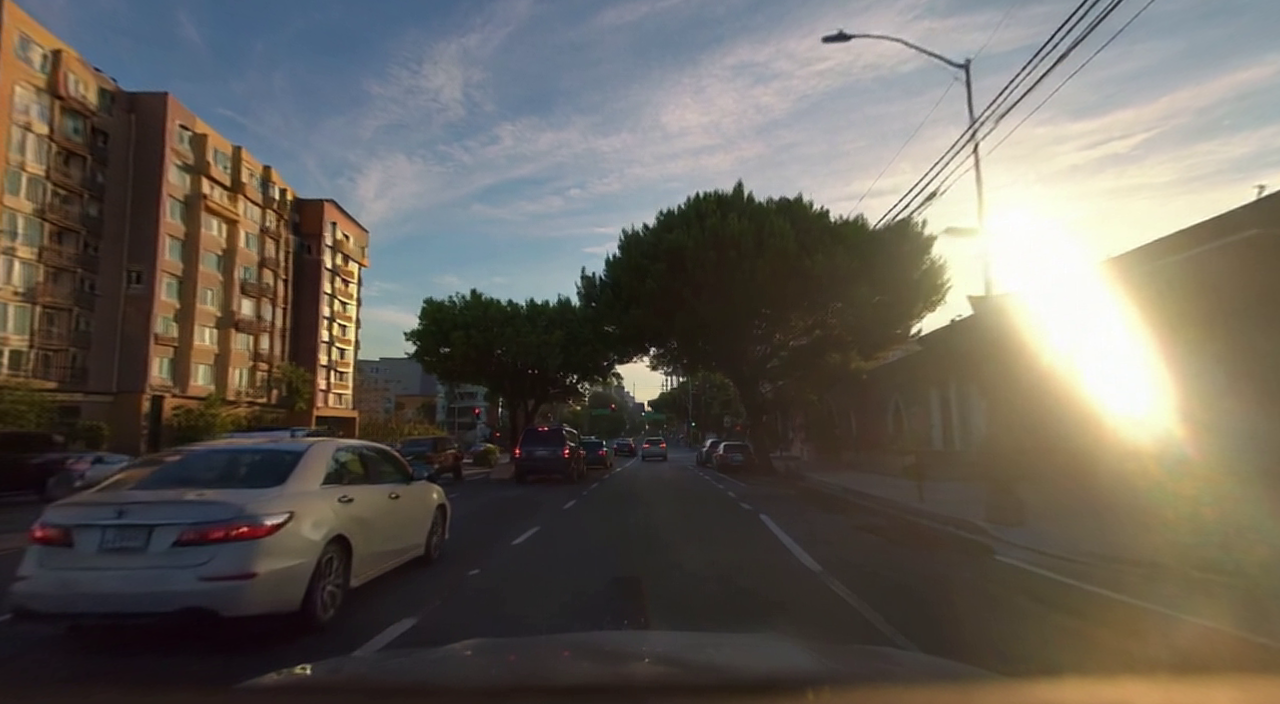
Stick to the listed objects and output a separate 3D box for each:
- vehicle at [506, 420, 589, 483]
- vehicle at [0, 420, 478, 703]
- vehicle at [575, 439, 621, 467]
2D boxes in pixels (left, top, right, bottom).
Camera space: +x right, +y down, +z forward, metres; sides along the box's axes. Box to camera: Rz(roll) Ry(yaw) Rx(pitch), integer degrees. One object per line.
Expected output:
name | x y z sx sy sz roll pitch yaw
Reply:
vehicle | -3.151 3.521 22.505 2.152 1.987 4.527 0 -8 2
vehicle | -2.850 1.327 4.939 1.959 1.406 4.272 0 -8 1
vehicle | -2.324 5.793 36.251 2.246 1.481 4.146 0 -8 1
